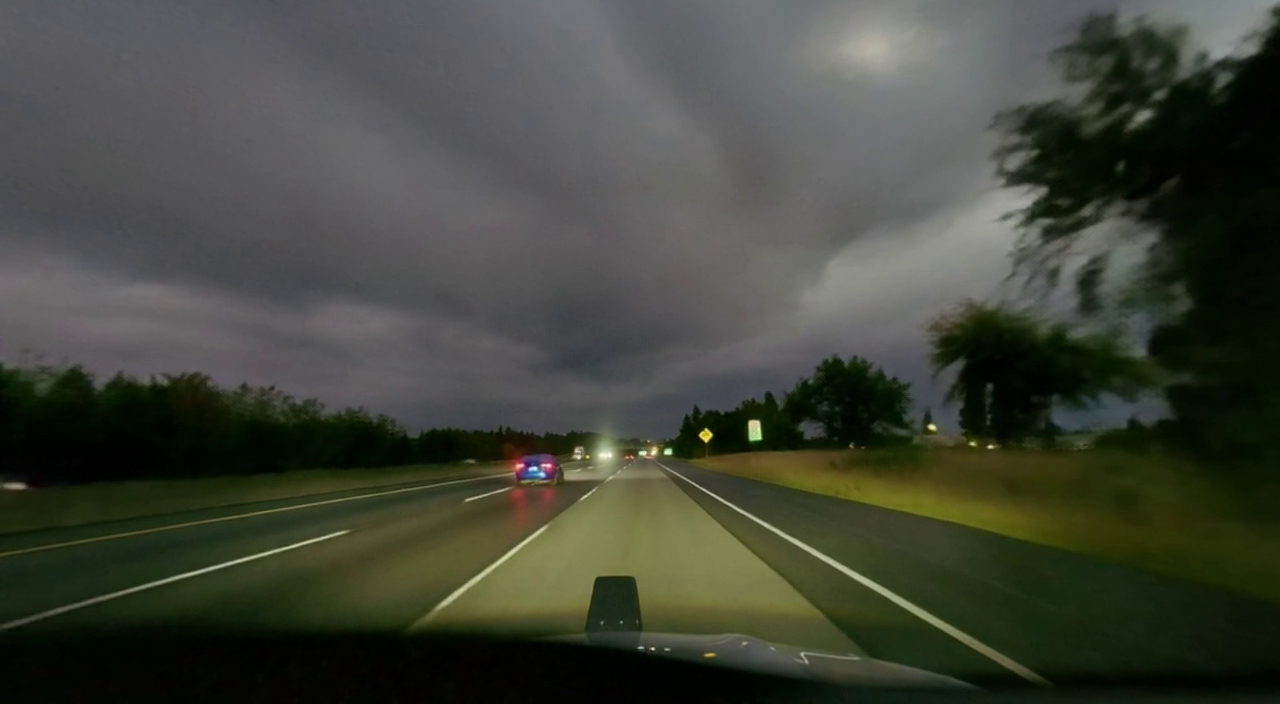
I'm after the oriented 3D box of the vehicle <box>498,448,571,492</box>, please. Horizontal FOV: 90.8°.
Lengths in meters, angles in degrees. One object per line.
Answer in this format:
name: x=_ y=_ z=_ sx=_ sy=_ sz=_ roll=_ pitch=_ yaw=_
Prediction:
vehicle: x=-4.037 y=4.573 z=24.799 sx=2.121 sy=1.537 sz=3.852 roll=-1 pitch=-9 yaw=1
